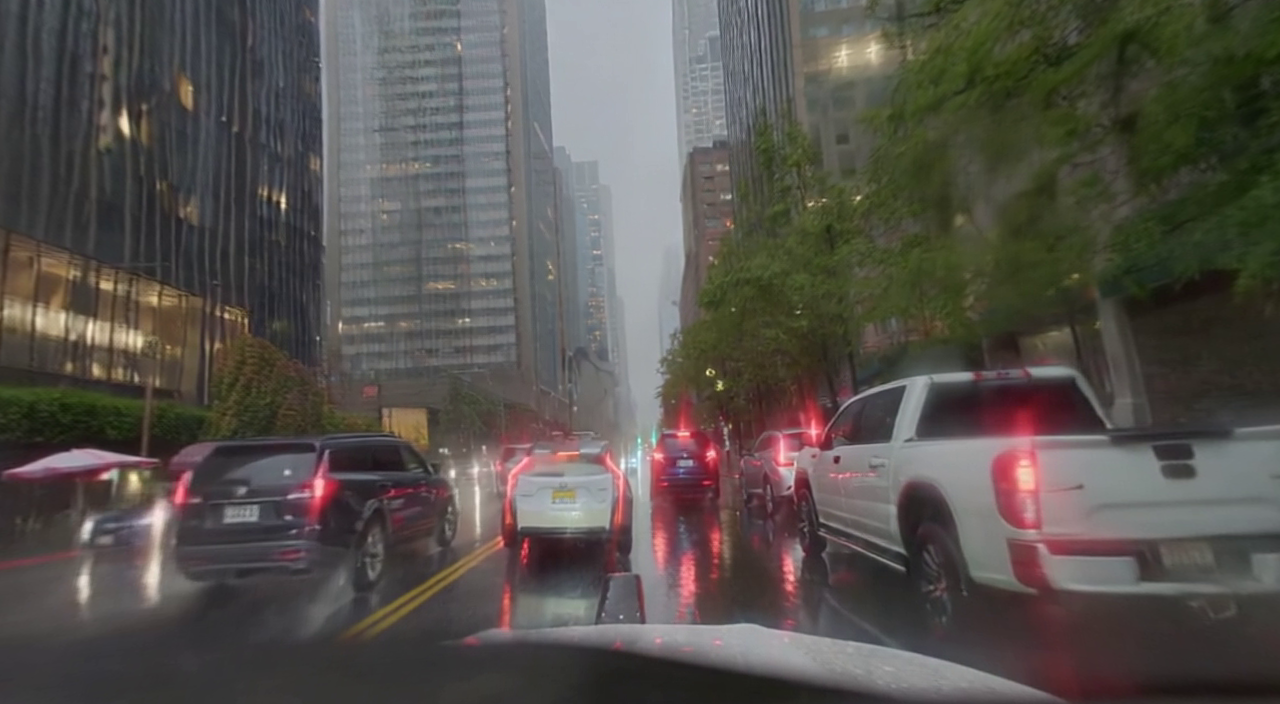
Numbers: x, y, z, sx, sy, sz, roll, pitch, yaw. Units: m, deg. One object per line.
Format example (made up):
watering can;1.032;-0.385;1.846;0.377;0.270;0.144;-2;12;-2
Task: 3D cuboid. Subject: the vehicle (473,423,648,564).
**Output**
vehicle;-0.924;1.991;9.603;2.076;1.667;3.948;0;-9;1

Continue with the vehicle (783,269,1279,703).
vehicle;2.992;1.036;5.368;2.225;2.070;5.264;0;-9;-1

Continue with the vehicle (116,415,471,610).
vehicle;-3.906;1.867;8.363;2.000;1.818;4.668;0;-9;0

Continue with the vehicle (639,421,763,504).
vehicle;1.893;3.039;17.759;2.352;1.953;4.798;-3;-9;19
